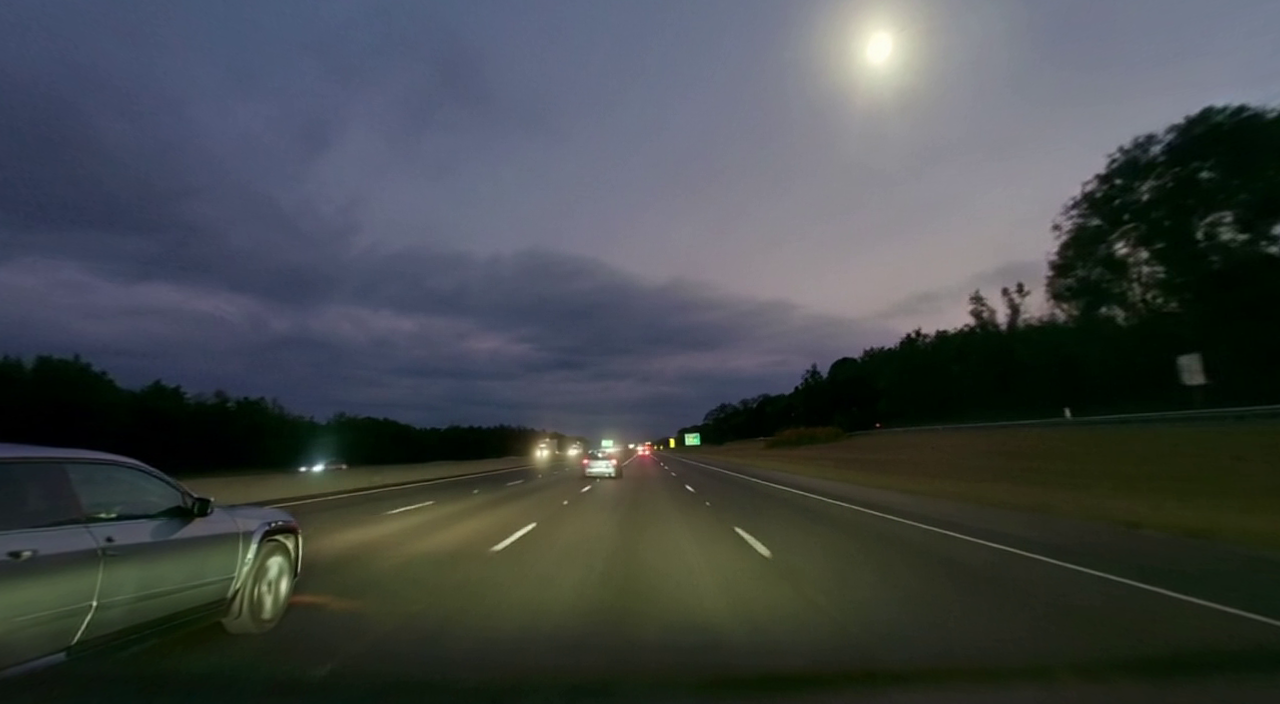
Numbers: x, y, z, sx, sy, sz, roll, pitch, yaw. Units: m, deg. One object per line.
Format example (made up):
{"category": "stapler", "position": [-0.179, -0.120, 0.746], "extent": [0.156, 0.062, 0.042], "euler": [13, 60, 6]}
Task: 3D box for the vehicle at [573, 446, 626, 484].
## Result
{"category": "vehicle", "position": [-1.679, 4.829, 27.283], "extent": [1.908, 1.515, 3.871], "euler": [0, -9, 2]}
